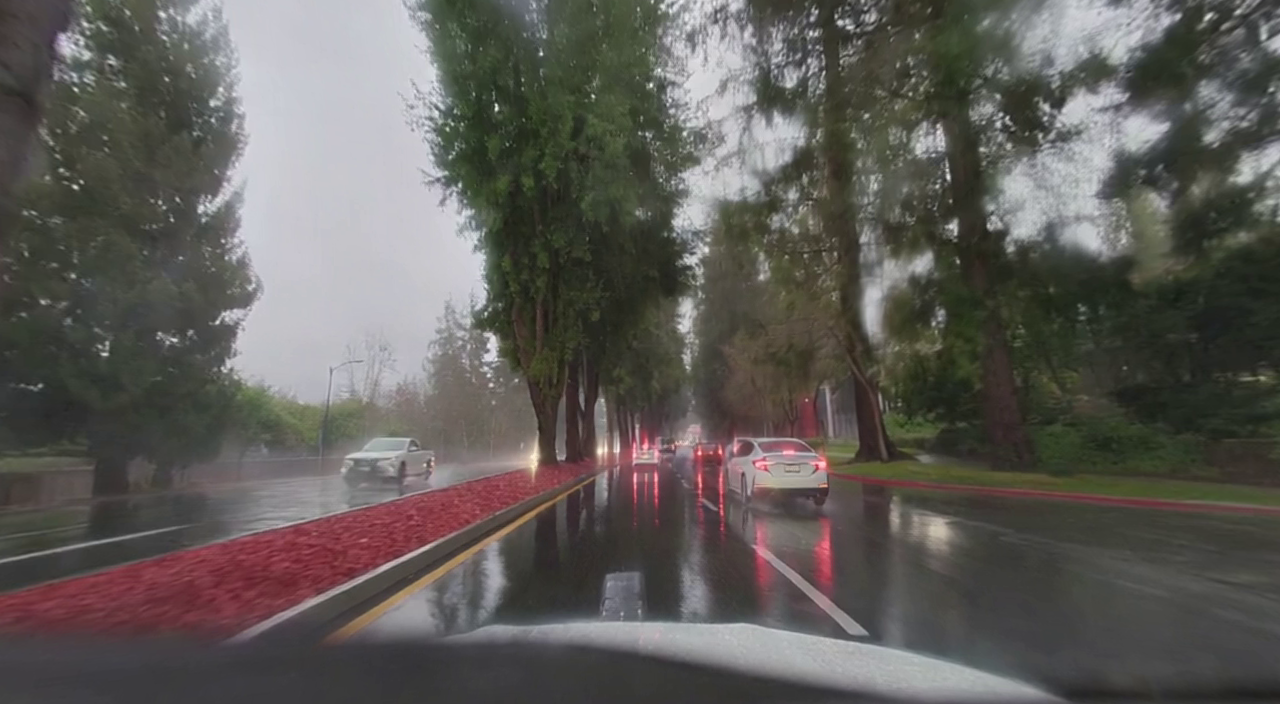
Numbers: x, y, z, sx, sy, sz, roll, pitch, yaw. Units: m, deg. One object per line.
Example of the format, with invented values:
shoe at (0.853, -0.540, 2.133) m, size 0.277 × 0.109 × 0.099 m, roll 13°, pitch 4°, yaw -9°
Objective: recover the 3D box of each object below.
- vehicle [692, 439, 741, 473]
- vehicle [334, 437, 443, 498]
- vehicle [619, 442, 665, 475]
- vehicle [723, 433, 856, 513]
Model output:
vehicle at (3.888, 5.367, 32.856) m, size 2.074 × 1.652 × 4.340 m, roll 0°, pitch -8°, yaw 1°
vehicle at (-8.652, 3.985, 22.245) m, size 2.066 × 1.890 × 4.695 m, roll 0°, pitch -8°, yaw -3°
vehicle at (0.135, 5.118, 30.512) m, size 2.082 × 1.473 × 4.028 m, roll 0°, pitch -8°, yaw 2°
vehicle at (3.169, 2.649, 14.307) m, size 1.985 × 1.529 × 4.147 m, roll 0°, pitch -8°, yaw 0°
